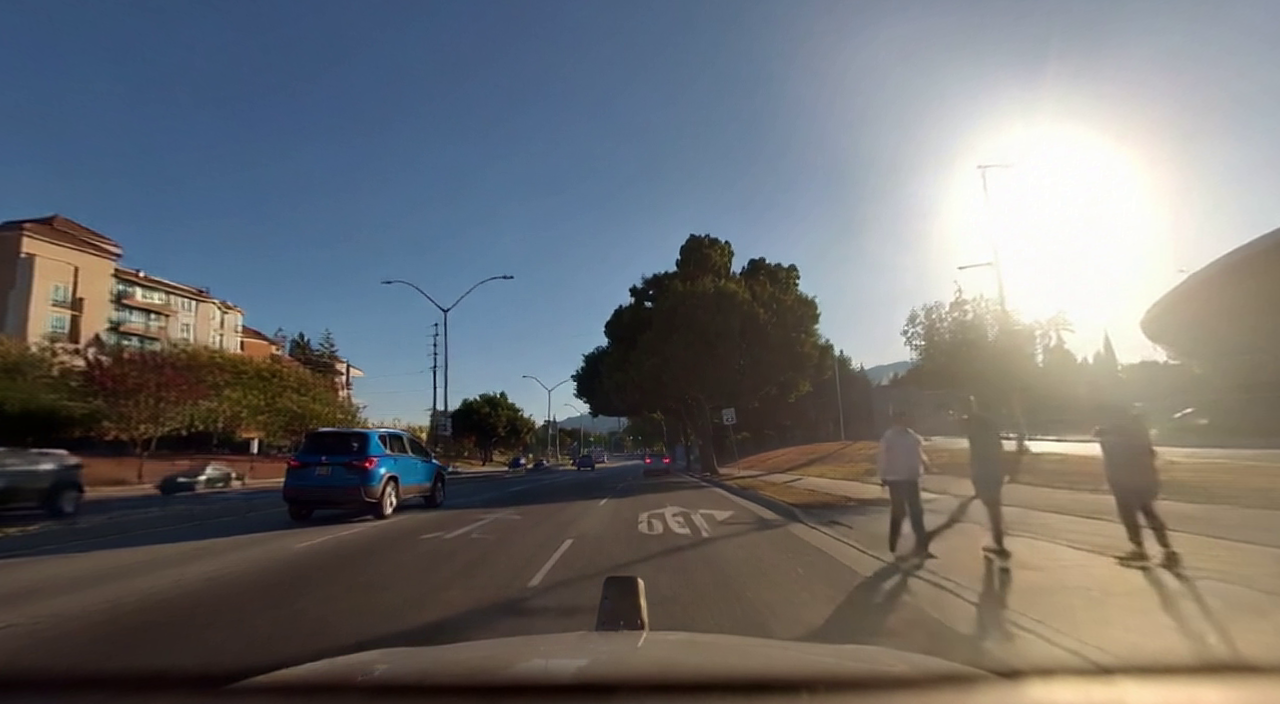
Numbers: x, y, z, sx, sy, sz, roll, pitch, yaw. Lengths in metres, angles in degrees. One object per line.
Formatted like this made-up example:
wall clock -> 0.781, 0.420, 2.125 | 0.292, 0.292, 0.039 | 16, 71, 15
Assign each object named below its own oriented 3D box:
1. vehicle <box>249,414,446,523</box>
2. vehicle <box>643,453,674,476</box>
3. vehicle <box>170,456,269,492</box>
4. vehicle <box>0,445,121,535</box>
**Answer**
vehicle -> -5.834, 2.377, 13.322 | 2.027, 1.908, 4.273 | 0, -8, 1
vehicle -> 1.285, 7.980, 44.908 | 2.091, 1.494, 3.962 | 0, -8, 0
vehicle -> -21.562, 6.234, 32.569 | 1.981, 1.650, 4.491 | 0, -8, 1
vehicle -> -12.051, 2.396, 10.925 | 2.064, 1.515, 5.056 | 0, -8, -4
